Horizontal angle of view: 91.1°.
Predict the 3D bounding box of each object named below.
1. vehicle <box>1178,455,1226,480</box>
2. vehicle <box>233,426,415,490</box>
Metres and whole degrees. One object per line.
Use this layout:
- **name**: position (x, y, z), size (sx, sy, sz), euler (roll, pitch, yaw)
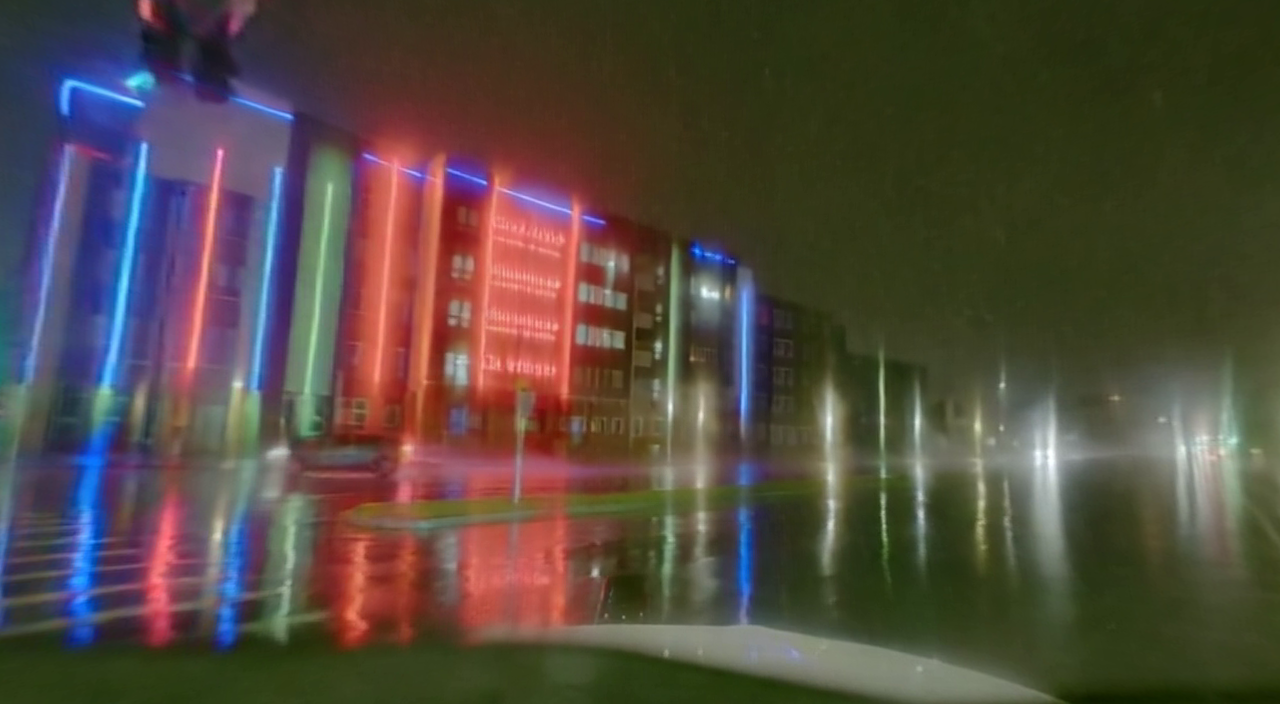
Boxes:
- **vehicle**: position (36.679, 7.486, 40.930), size (2.055, 1.503, 4.632), euler (-8, -12, 42)
- **vehicle**: position (-10.015, 3.370, 20.199), size (2.030, 1.775, 4.713), euler (-8, -12, 42)
